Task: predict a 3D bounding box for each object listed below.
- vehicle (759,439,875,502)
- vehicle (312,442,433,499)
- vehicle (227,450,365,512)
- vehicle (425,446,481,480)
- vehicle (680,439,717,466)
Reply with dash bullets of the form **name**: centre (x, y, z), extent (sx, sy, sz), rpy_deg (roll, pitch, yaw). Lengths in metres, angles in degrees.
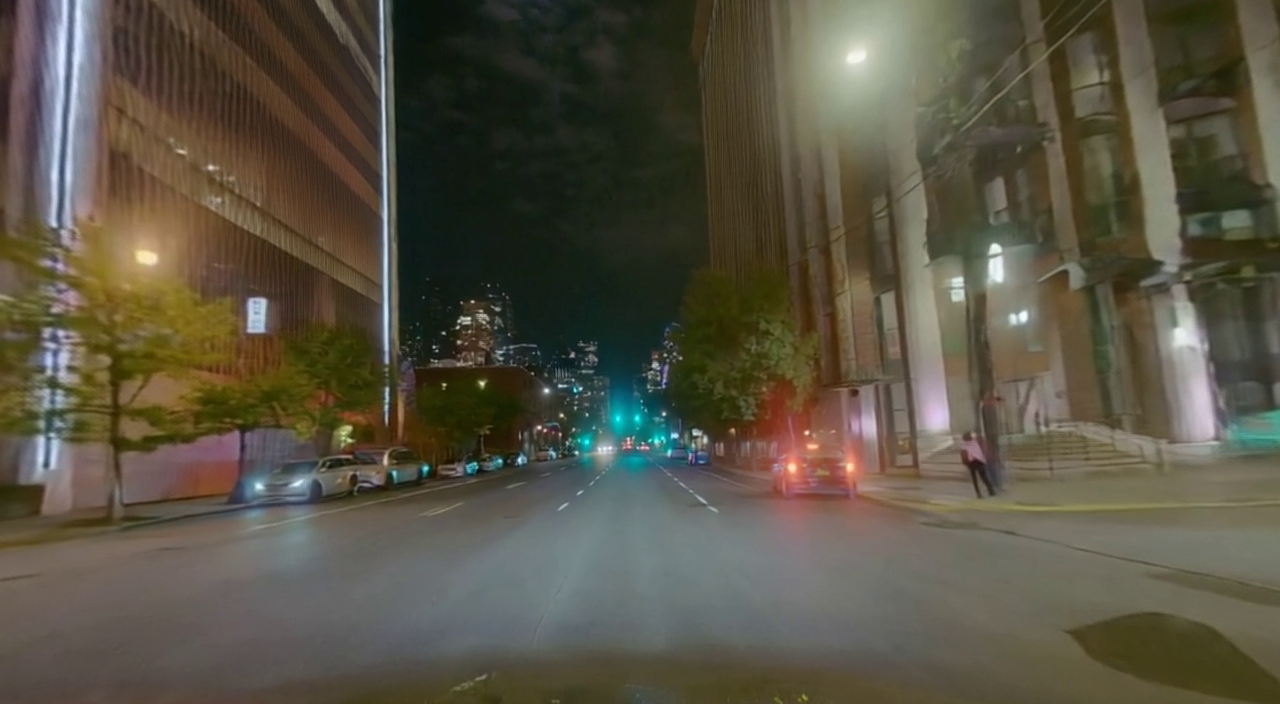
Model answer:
- **vehicle**: centre (4.821, 3.281, 17.942), extent (1.929, 1.522, 4.543), rpy_deg (0, -8, 0)
- **vehicle**: centre (-11.045, 4.881, 26.755), extent (2.574, 1.922, 6.292), rpy_deg (-4, -8, -2)
- **vehicle**: centre (-11.162, 4.163, 20.974), extent (1.992, 1.629, 4.773), rpy_deg (-4, -8, -1)
- **vehicle**: centre (-11.517, 6.816, 39.298), extent (1.970, 1.828, 5.519), rpy_deg (-3, -8, -2)
- **vehicle**: centre (4.394, 7.663, 48.445), extent (2.237, 1.908, 5.320), rpy_deg (0, -8, -1)
